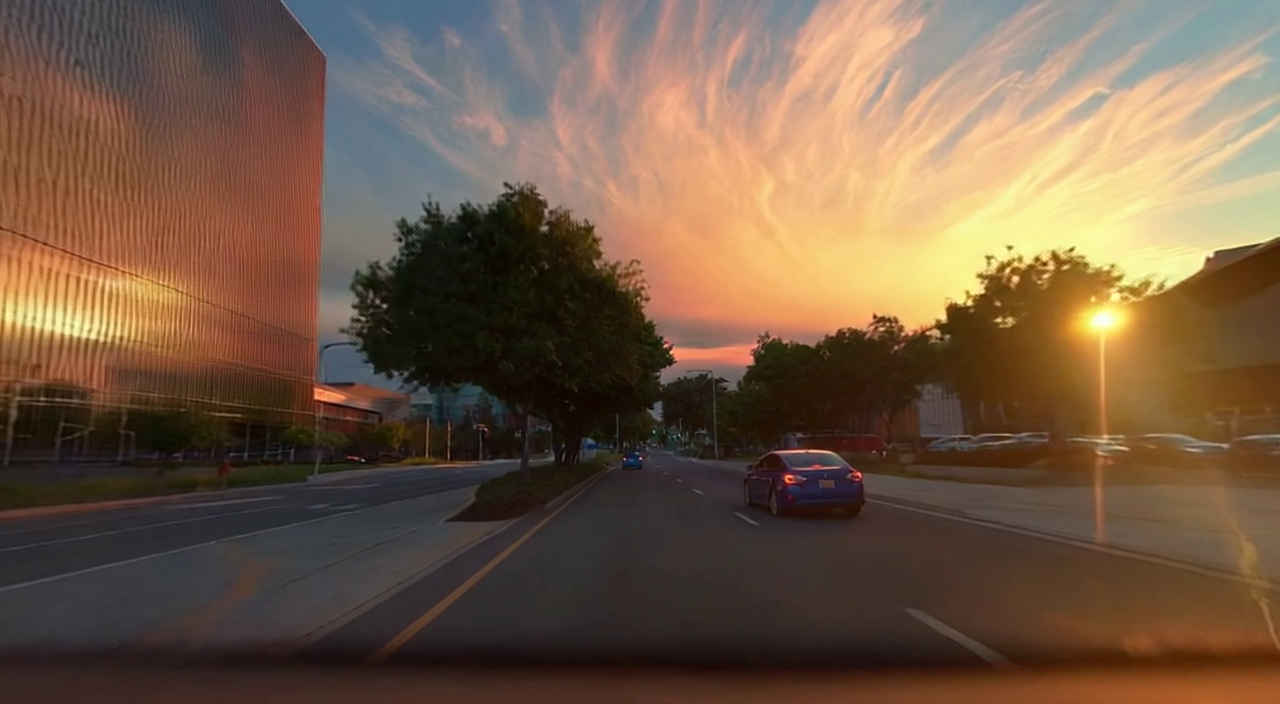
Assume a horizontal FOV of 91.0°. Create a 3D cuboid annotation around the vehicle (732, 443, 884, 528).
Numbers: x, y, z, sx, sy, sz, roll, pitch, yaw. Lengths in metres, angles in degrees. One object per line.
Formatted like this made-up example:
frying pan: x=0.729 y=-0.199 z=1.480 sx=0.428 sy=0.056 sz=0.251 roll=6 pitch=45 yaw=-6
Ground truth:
vehicle: x=3.328 y=2.734 z=13.425 sx=1.993 sy=1.501 sz=4.127 roll=0 pitch=-9 yaw=-2
